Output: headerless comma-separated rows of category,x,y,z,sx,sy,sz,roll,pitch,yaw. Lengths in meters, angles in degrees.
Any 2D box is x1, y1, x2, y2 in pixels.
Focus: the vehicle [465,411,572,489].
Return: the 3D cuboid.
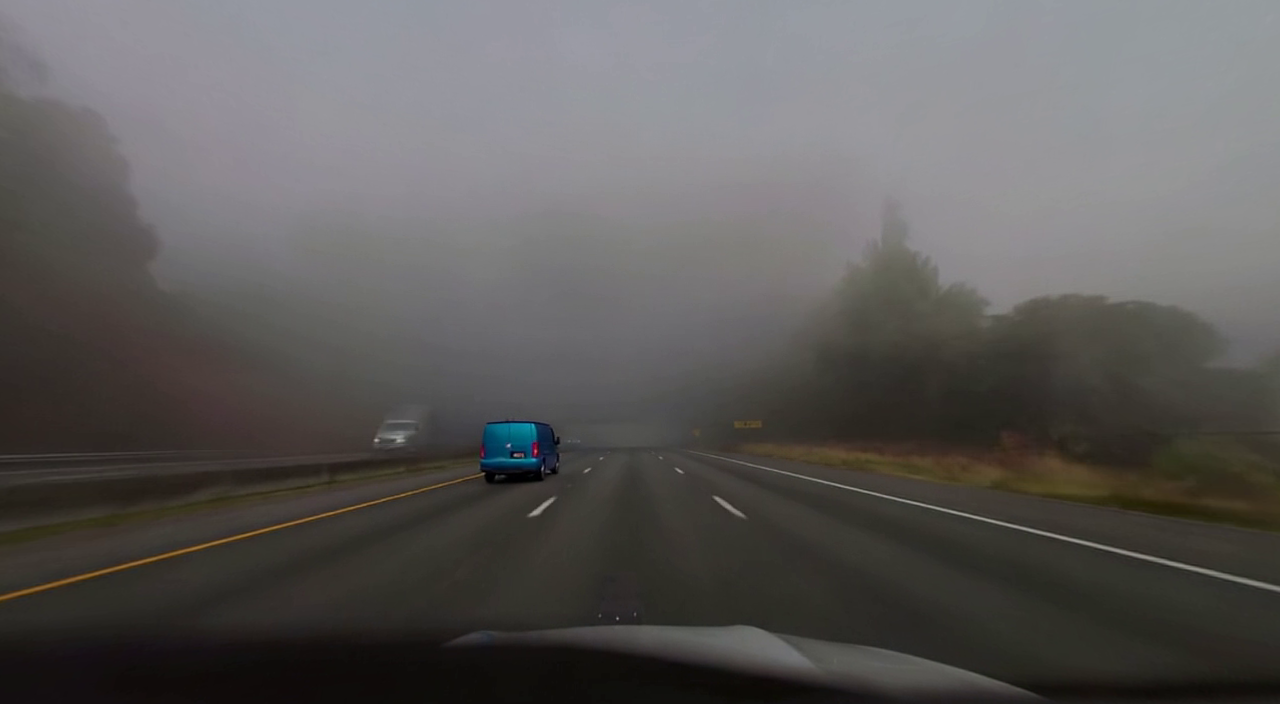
vehicle,-3.423,2.873,18.851,2.297,2.011,4.736,0,-8,-1
